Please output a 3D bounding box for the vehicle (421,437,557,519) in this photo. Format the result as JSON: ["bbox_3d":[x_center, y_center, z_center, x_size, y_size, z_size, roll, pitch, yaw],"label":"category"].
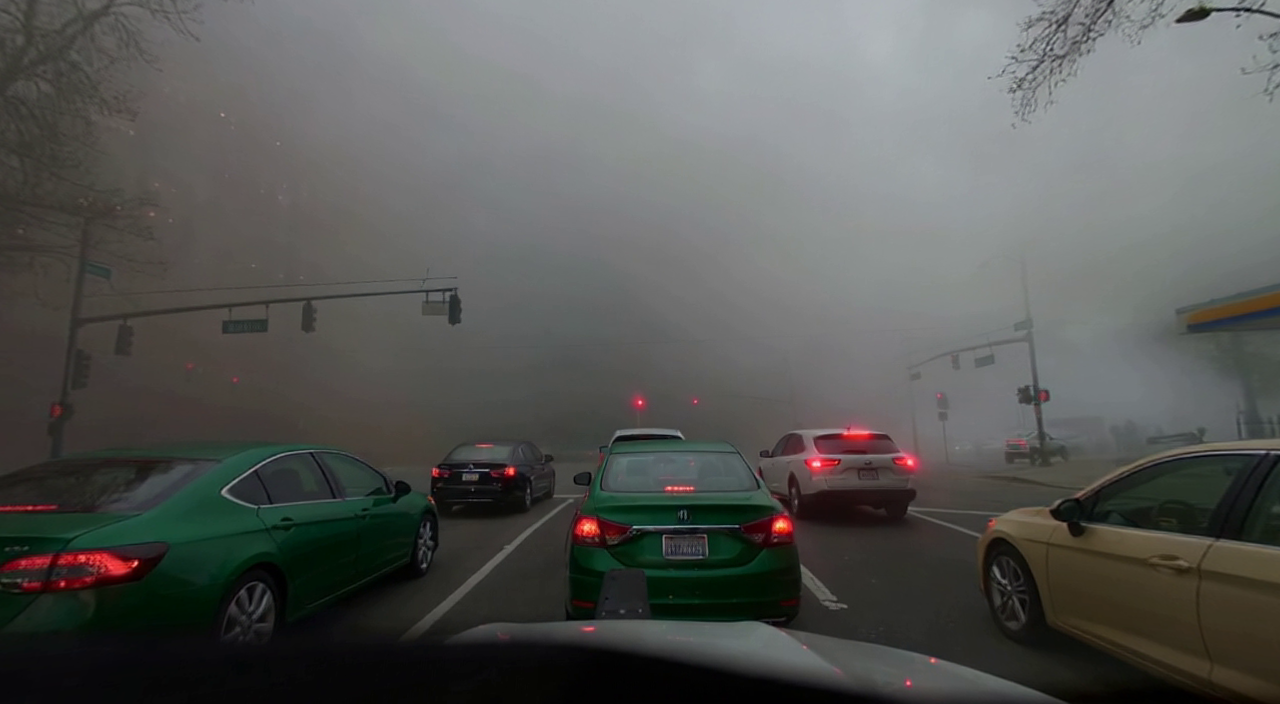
[{"bbox_3d":[-3.039,2.638,13.691,1.867,1.474,4.237,0,-9,1],"label":"vehicle"}]

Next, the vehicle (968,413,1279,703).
[{"bbox_3d":[4.186,1.125,3.587,1.950,1.497,4.686,0,-9,-2],"label":"vehicle"}]

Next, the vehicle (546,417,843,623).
[{"bbox_3d":[0.350,1.582,6.941,2.220,1.507,4.317,0,-9,-2],"label":"vehicle"}]

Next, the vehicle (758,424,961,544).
[{"bbox_3d":[3.406,2.127,10.764,1.947,1.630,4.127,0,-9,0],"label":"vehicle"}]

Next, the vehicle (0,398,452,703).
[{"bbox_3d":[-3.000,1.253,4.613,1.887,1.493,4.255,0,-9,1],"label":"vehicle"}]
